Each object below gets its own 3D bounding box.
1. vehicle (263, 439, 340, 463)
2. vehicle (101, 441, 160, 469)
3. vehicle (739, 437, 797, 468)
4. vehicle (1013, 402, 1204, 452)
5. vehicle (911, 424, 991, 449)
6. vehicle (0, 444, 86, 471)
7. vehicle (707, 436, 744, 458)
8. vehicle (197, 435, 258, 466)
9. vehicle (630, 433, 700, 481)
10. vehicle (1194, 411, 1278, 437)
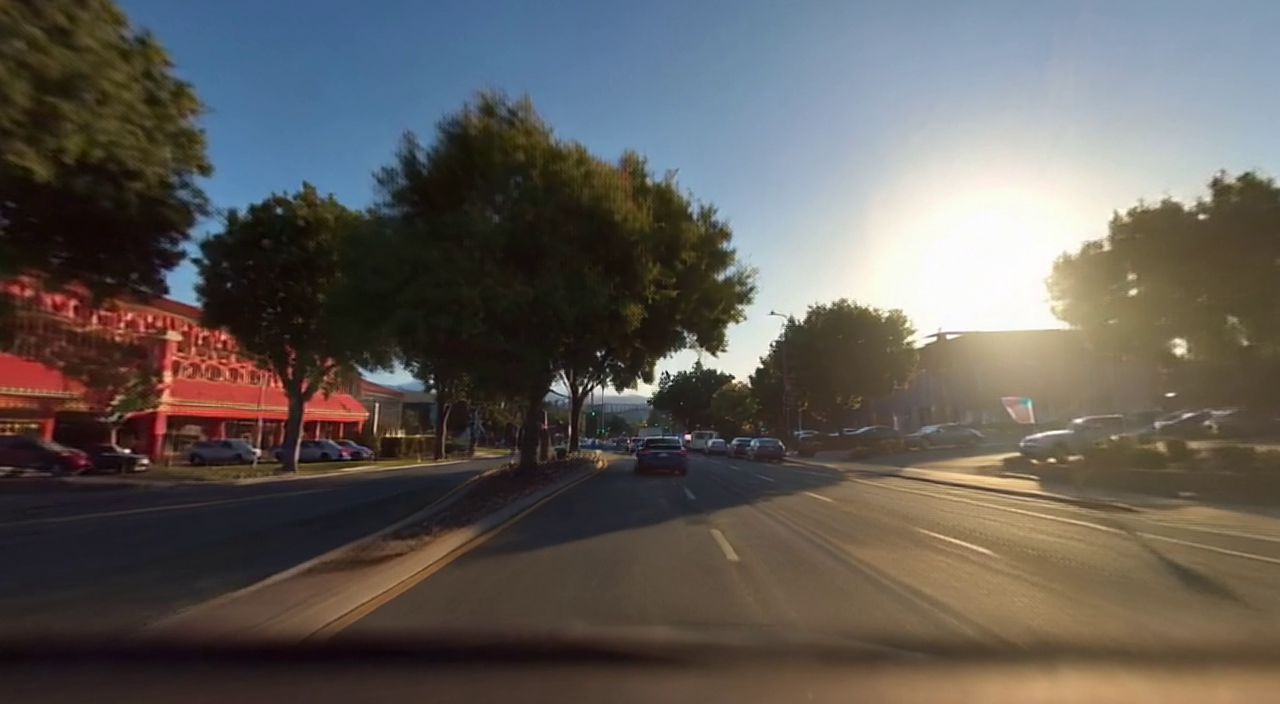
[{"bbox_3d":[-26.734,7.837,49.858,4.853,1.788,2.059,0,-7,1],"label":"vehicle"},{"bbox_3d":[-32.366,6.473,39.985,5.148,1.674,2.163,-8,-11,44],"label":"vehicle"},{"bbox_3d":[6.687,5.303,33.405,2.016,1.479,4.532,0,-8,-1],"label":"vehicle"},{"bbox_3d":[19.443,3.181,26.401,6.173,1.962,2.208,0,-9,0],"label":"vehicle"},{"bbox_3d":[19.732,5.395,40.096,4.059,1.563,1.995,1,-8,-2],"label":"vehicle"},{"bbox_3d":[-37.310,6.494,39.131,1.734,1.425,4.447,0,-7,1],"label":"vehicle"},{"bbox_3d":[6.695,7.498,49.735,2.105,1.646,4.612,0,-8,-2],"label":"vehicle"},{"bbox_3d":[-28.767,6.808,43.865,5.346,1.985,2.207,-8,-11,42],"label":"vehicle"},{"bbox_3d":[0.734,3.615,22.024,2.091,1.472,4.697,0,-8,-2],"label":"vehicle"},{"bbox_3d":[35.485,4.372,37.687,1.847,1.424,4.455,-3,-9,19],"label":"vehicle"}]
